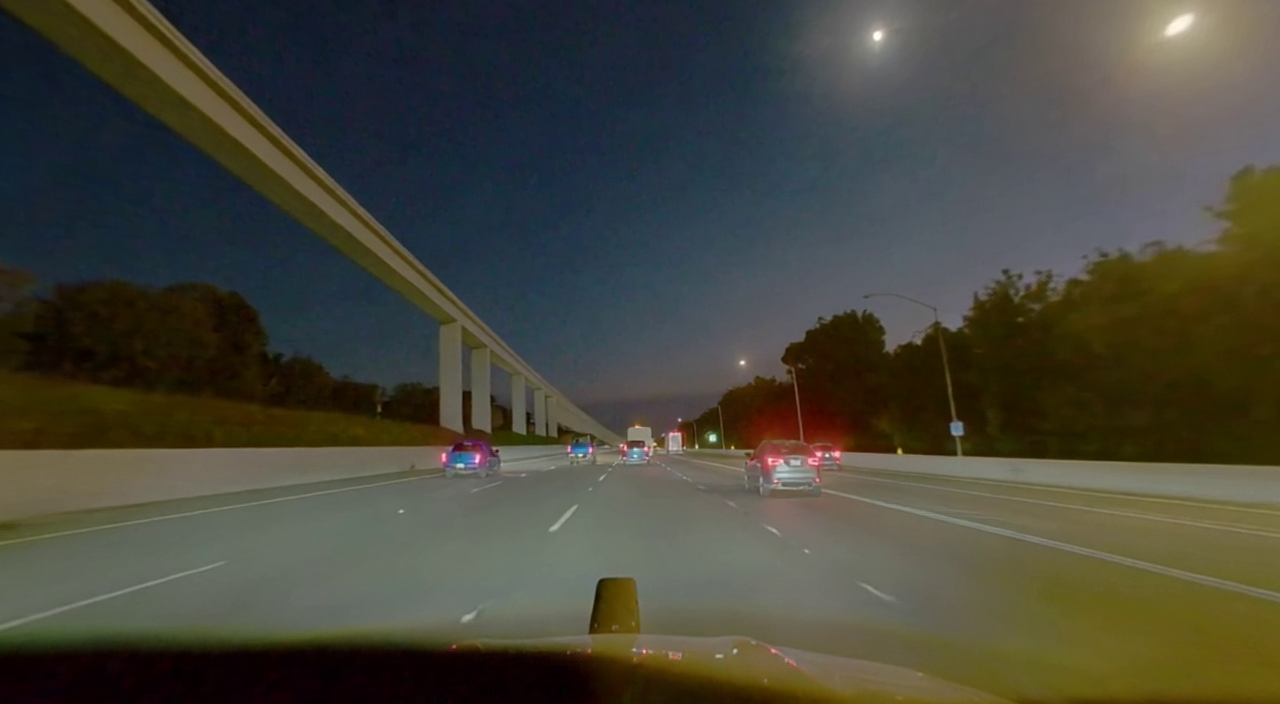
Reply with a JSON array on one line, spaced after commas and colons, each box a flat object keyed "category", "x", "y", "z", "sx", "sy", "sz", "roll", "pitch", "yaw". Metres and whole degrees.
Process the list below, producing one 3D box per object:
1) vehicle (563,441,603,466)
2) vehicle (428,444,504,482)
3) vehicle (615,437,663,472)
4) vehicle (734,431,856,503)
[{"category": "vehicle", "x": -4.100, "y": 7.431, "z": 46.544, "sx": 2.535, "sy": 1.715, "sz": 5.030, "roll": 0, "pitch": -9, "yaw": -1}, {"category": "vehicle", "x": -7.314, "y": 4.691, "z": 27.077, "sx": 1.947, "sy": 1.444, "sz": 4.595, "roll": 0, "pitch": -9, "yaw": 0}, {"category": "vehicle", "x": -0.083, "y": 5.872, "z": 36.421, "sx": 2.572, "sy": 1.837, "sz": 5.693, "roll": 0, "pitch": -9, "yaw": 0}, {"category": "vehicle", "x": 3.924, "y": 2.993, "z": 16.806, "sx": 2.119, "sy": 1.653, "sz": 4.000, "roll": 0, "pitch": -9, "yaw": -2}]
